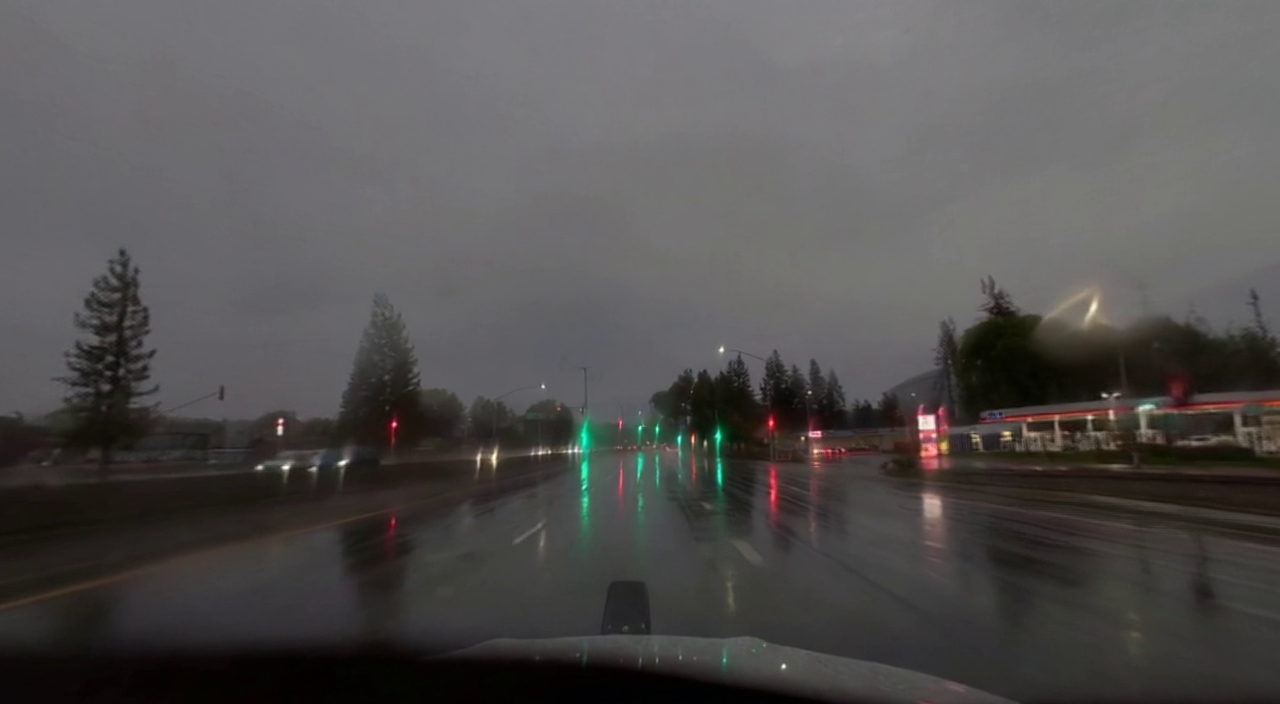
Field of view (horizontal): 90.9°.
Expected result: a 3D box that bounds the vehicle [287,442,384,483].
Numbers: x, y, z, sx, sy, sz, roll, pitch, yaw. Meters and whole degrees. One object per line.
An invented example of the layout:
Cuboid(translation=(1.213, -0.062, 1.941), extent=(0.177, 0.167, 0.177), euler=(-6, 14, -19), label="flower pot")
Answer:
Cuboid(translation=(-13.622, 4.947, 28.521), extent=(2.078, 1.684, 4.505), euler=(0, -8, 1), label="vehicle")
